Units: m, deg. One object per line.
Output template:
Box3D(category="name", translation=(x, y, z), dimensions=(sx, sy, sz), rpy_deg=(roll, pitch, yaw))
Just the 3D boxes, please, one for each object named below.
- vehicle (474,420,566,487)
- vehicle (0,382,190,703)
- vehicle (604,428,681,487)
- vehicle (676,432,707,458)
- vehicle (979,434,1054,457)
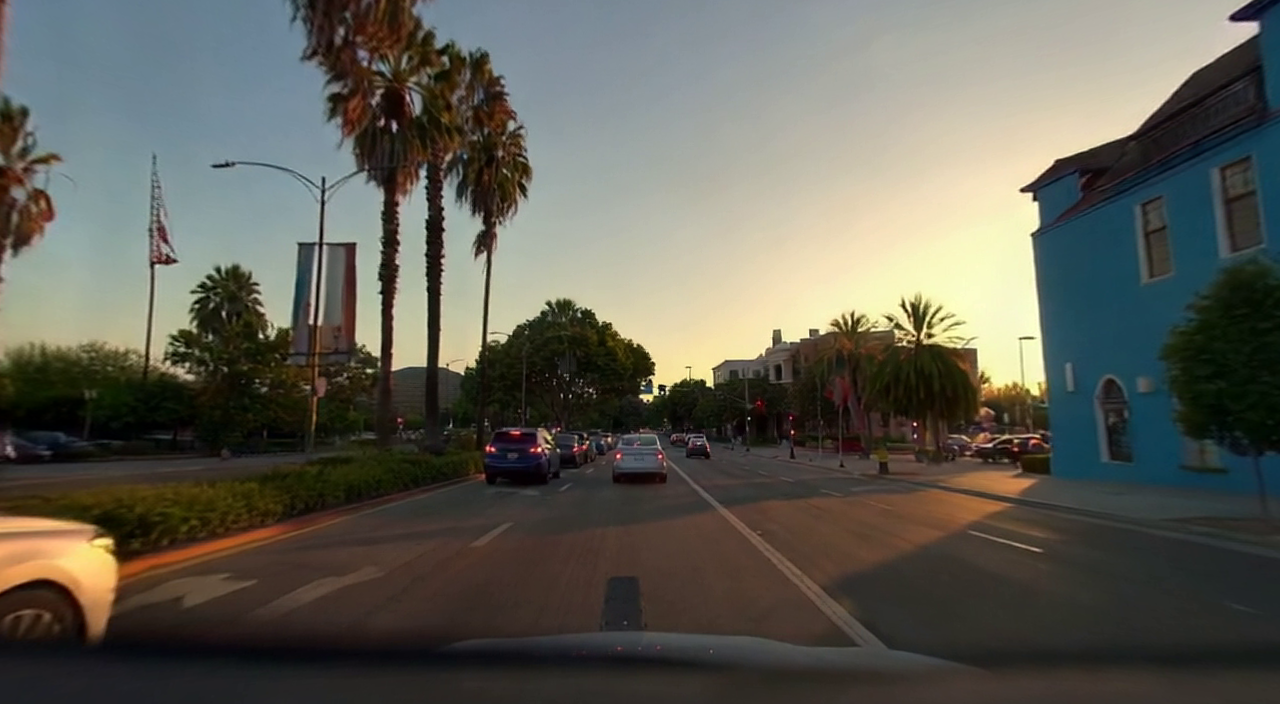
Box3D(category="vehicle", translation=(-3.394, 2.995, 18.742), dimensions=(1.914, 1.741, 4.398), rpy_deg=(0, -8, -1))
Box3D(category="vehicle", translation=(-3.587, 0.706, 1.315), dimensions=(1.875, 1.526, 4.542), rpy_deg=(0, -8, 1))
Box3D(category="vehicle", translation=(0.062, 3.197, 19.400), dimensions=(2.114, 1.585, 4.285), rpy_deg=(0, -8, 0))
Box3D(category="vehicle", translation=(3.844, 7.044, 47.684), dimensions=(1.992, 1.834, 4.572), rpy_deg=(0, -8, 0))
Box3D(category="vehicle", translation=(25.570, 6.369, 42.837), dimensions=(3.914, 1.427, 1.779), rpy_deg=(-1, -8, -1))
